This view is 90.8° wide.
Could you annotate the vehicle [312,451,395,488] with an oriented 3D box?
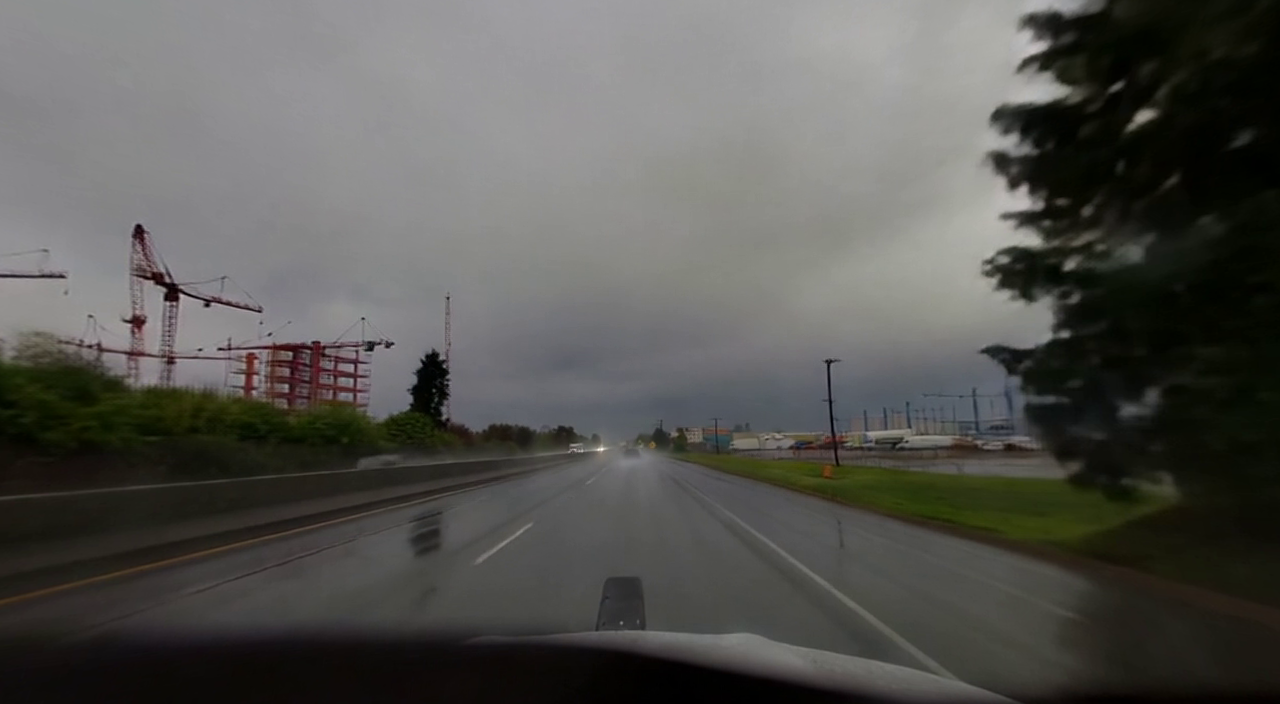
[{"bbox_3d":[-12.920,5.294,28.753,1.804,1.519,4.128,0,-9,0],"label":"vehicle"}]
